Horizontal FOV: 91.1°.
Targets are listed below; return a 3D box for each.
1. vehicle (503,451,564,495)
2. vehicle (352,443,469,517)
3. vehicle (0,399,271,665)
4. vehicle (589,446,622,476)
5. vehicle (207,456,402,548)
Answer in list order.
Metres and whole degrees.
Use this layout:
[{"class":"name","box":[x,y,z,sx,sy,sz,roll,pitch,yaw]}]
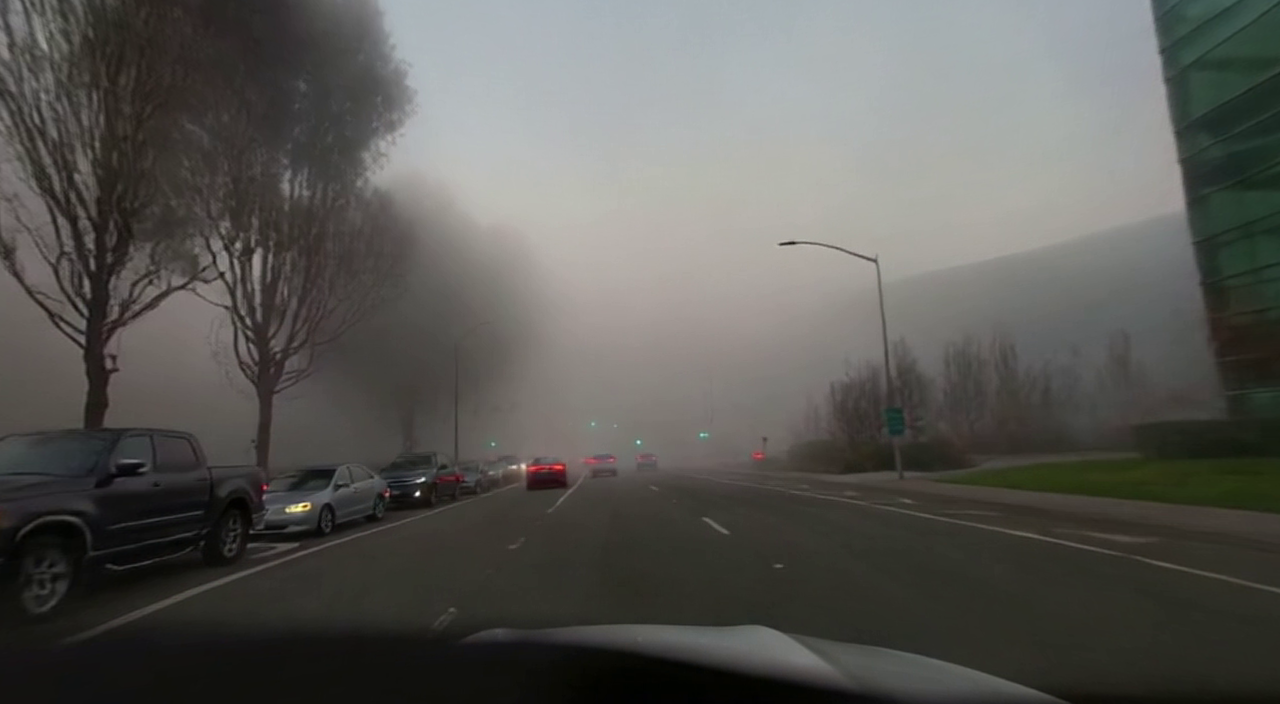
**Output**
[{"class":"vehicle","box":[-4.267,4.849,25.622,2.205,1.537,4.895,0,-8,-8]},{"class":"vehicle","box":[-7.132,3.957,20.077,2.142,1.834,4.588,-5,-8,-3]},{"class":"vehicle","box":[-6.383,1.739,7.031,2.142,2.061,4.750,0,-9,-8]},{"class":"vehicle","box":[-2.341,7.350,42.677,2.102,1.815,4.716,0,-8,-3]},{"class":"vehicle","box":[-6.960,3.105,13.777,1.868,1.514,4.870,0,-8,-4]}]
